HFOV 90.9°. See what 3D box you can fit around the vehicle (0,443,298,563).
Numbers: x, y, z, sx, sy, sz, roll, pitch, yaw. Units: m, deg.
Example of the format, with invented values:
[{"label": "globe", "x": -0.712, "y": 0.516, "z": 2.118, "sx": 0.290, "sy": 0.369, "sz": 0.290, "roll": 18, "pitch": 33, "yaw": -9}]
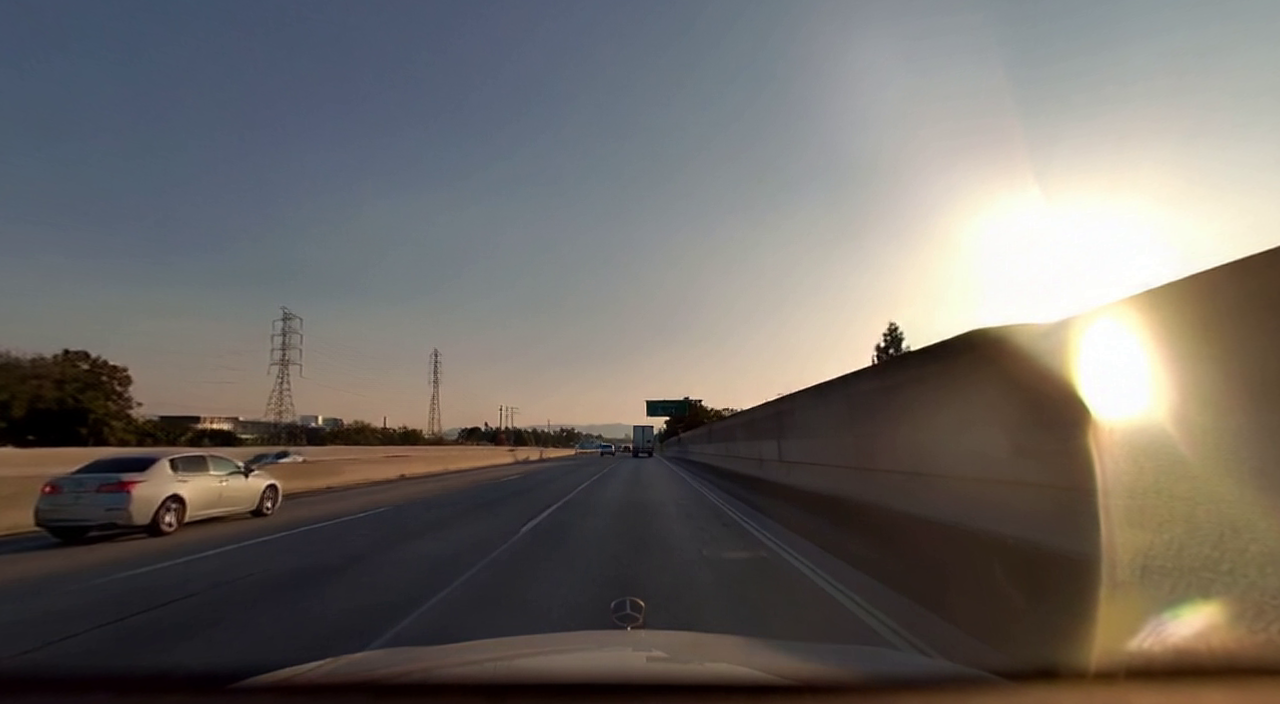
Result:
[{"label": "vehicle", "x": -7.778, "y": 2.206, "z": 10.136, "sx": 1.979, "sy": 1.470, "sz": 4.485, "roll": 0, "pitch": -8, "yaw": 1}]
